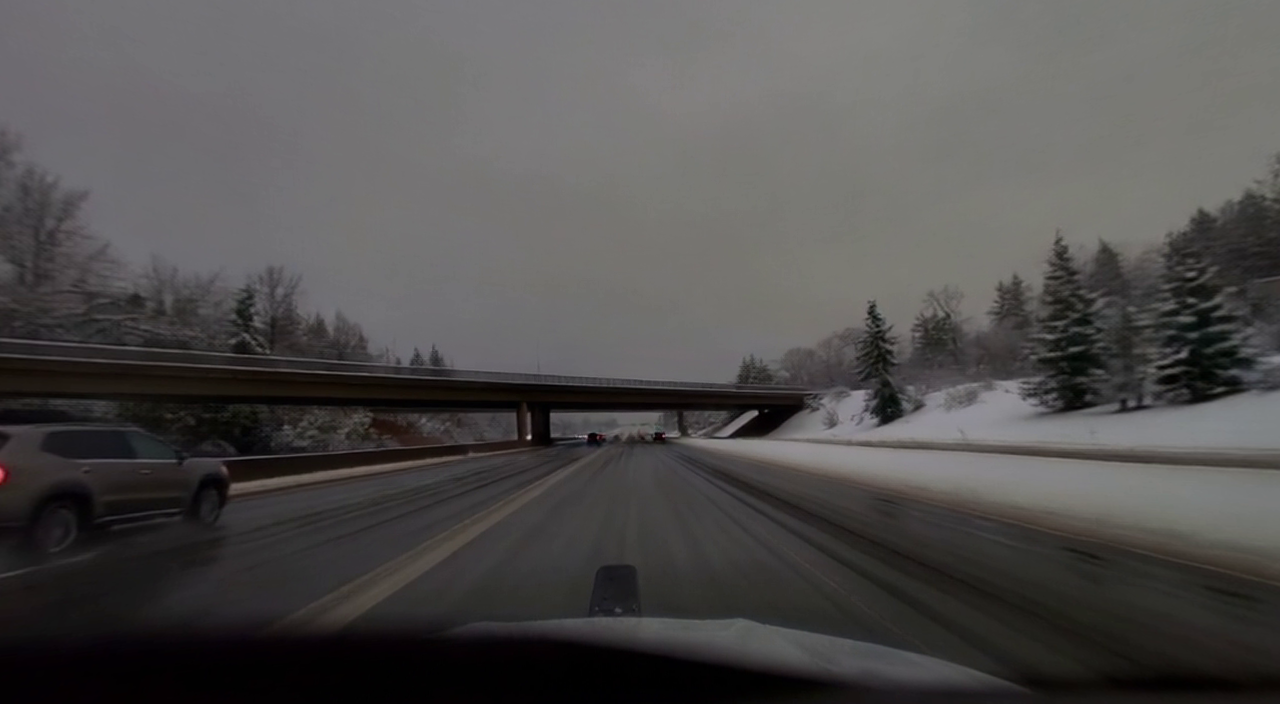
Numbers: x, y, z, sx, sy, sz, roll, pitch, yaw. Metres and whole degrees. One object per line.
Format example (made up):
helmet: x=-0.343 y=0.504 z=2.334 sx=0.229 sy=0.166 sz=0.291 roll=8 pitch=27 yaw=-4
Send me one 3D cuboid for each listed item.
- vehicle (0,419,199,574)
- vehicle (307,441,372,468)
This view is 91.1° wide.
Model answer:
vehicle: x=-7.415 y=1.502 z=6.755 sx=2.118 sy=1.524 sz=4.422 roll=0 pitch=-8 yaw=0
vehicle: x=-17.219 y=5.897 z=36.287 sx=1.776 sy=1.421 sz=4.169 roll=0 pitch=-8 yaw=-1
